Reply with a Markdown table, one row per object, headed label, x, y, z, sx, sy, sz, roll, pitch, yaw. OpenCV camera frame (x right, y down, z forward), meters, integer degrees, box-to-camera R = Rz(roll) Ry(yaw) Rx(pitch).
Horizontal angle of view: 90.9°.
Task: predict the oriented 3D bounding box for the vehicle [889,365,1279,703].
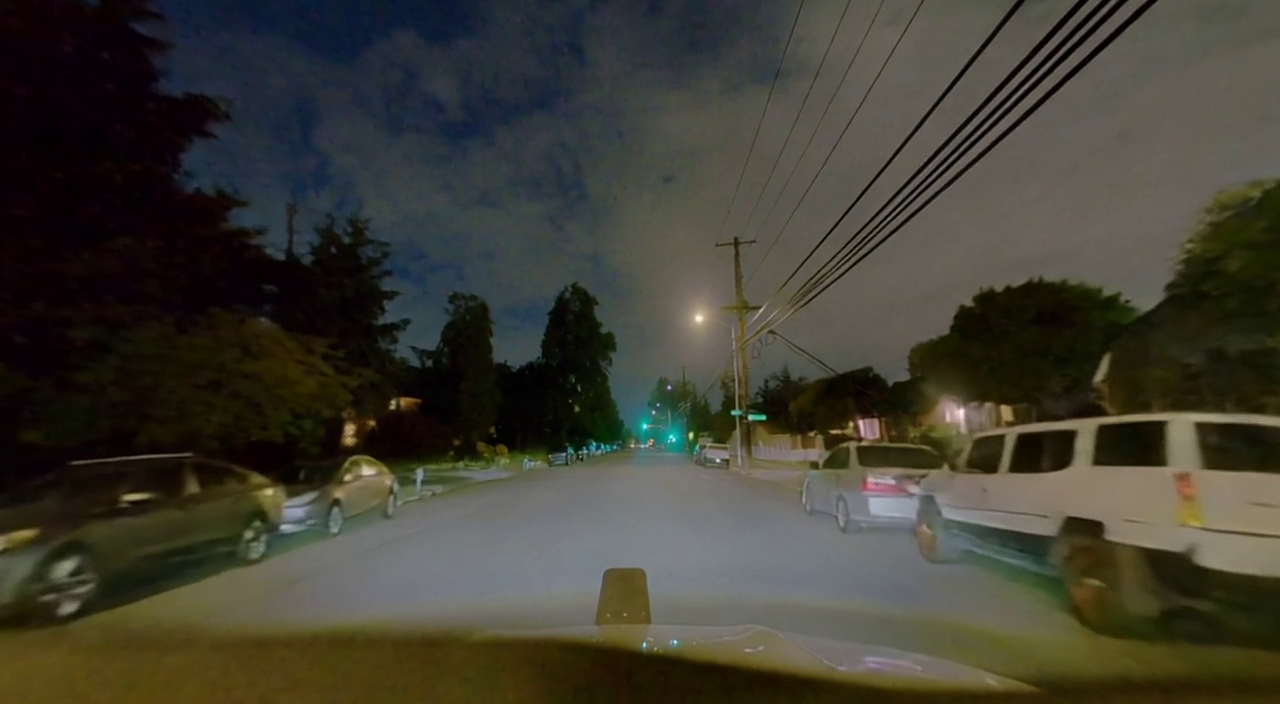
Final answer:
| label | x | y | z | sx | sy | sz | roll | pitch | yaw |
| --- | --- | --- | --- | --- | --- | --- | --- | --- | --- |
| vehicle | 4.029 | 1.244 | 5.102 | 1.874 | 1.747 | 4.786 | 0 | -9 | -3 |

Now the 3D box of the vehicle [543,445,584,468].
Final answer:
| label | x | y | z | sx | sy | sz | roll | pitch | yaw |
| --- | --- | --- | --- | --- | --- | --- | --- | --- | --- |
| vehicle | -5.496 | 7.577 | 45.849 | 2.231 | 1.492 | 4.727 | 0 | -8 | 1 |

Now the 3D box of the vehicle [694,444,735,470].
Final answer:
| label | x | y | z | sx | sy | sz | roll | pitch | yaw |
| --- | --- | --- | --- | --- | --- | --- | --- | --- | --- |
| vehicle | 4.296 | 6.155 | 37.050 | 1.851 | 1.438 | 4.177 | 0 | -9 | 0 |

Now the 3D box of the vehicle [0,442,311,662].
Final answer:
| label | x | y | z | sx | sy | sz | roll | pitch | yaw |
| --- | --- | --- | --- | --- | --- | --- | --- | --- | --- |
| vehicle | -5.435 | 1.665 | 6.319 | 1.904 | 1.504 | 4.530 | 0 | -8 | -1 |
